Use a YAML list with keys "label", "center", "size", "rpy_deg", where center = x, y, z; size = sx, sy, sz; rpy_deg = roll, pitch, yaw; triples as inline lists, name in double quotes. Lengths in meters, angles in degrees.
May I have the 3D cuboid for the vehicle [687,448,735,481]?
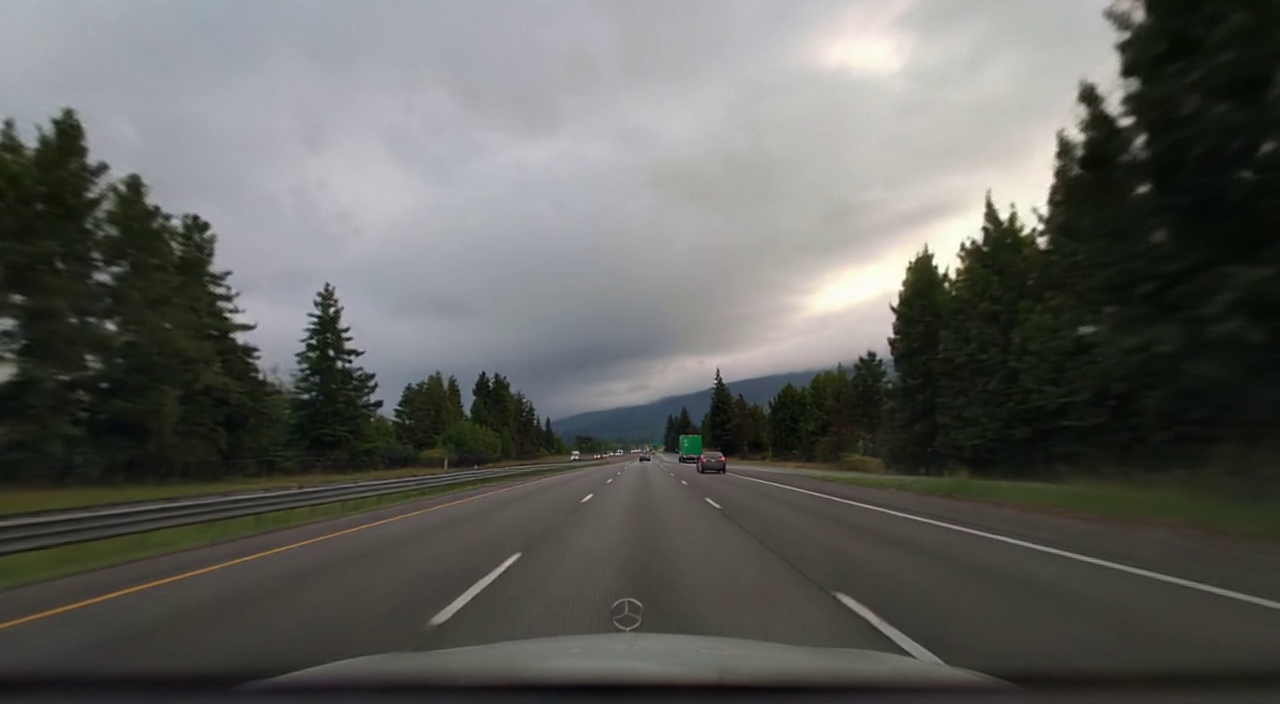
- label: "vehicle"
  center: [3.642, 5.817, 32.876]
  size: [2.019, 1.601, 3.953]
  rpy_deg: [0, -9, 0]
